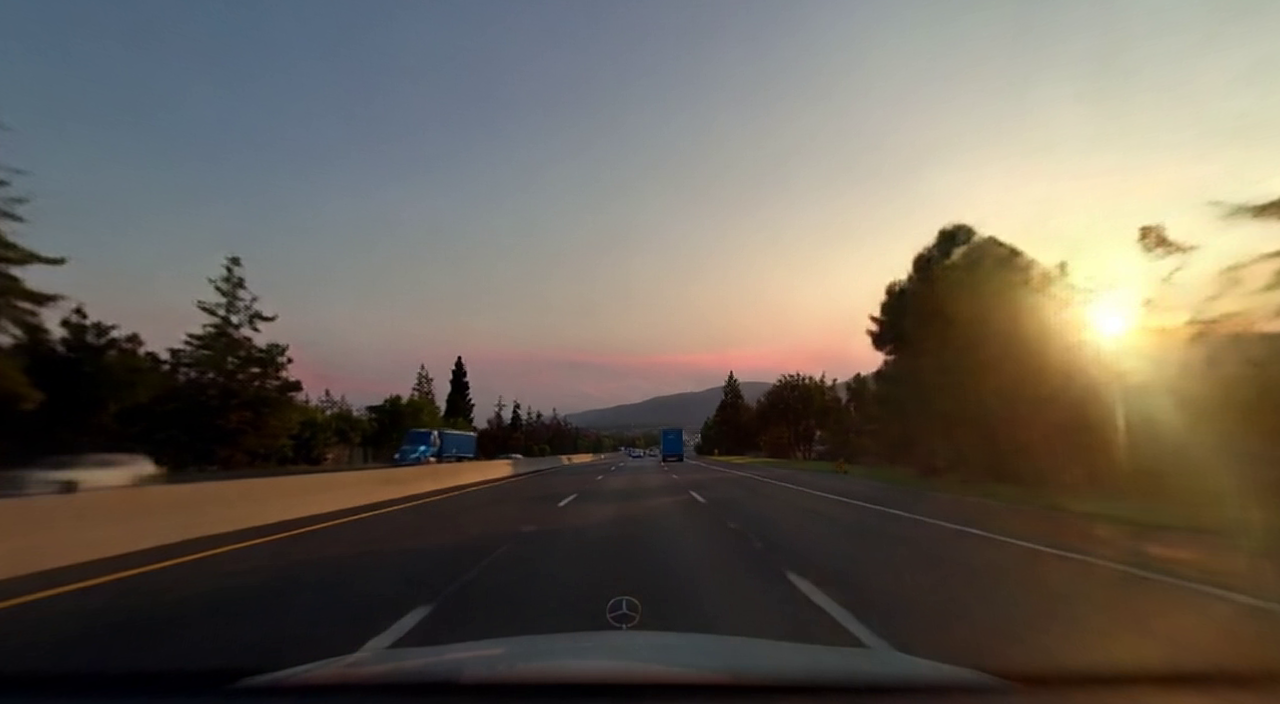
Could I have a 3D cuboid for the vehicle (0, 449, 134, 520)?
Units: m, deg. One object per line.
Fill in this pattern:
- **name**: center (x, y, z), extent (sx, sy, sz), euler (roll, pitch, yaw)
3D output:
- **vehicle**: center (-16.210, 3.408, 16.574), extent (1.946, 1.683, 4.594), euler (0, -9, 0)
